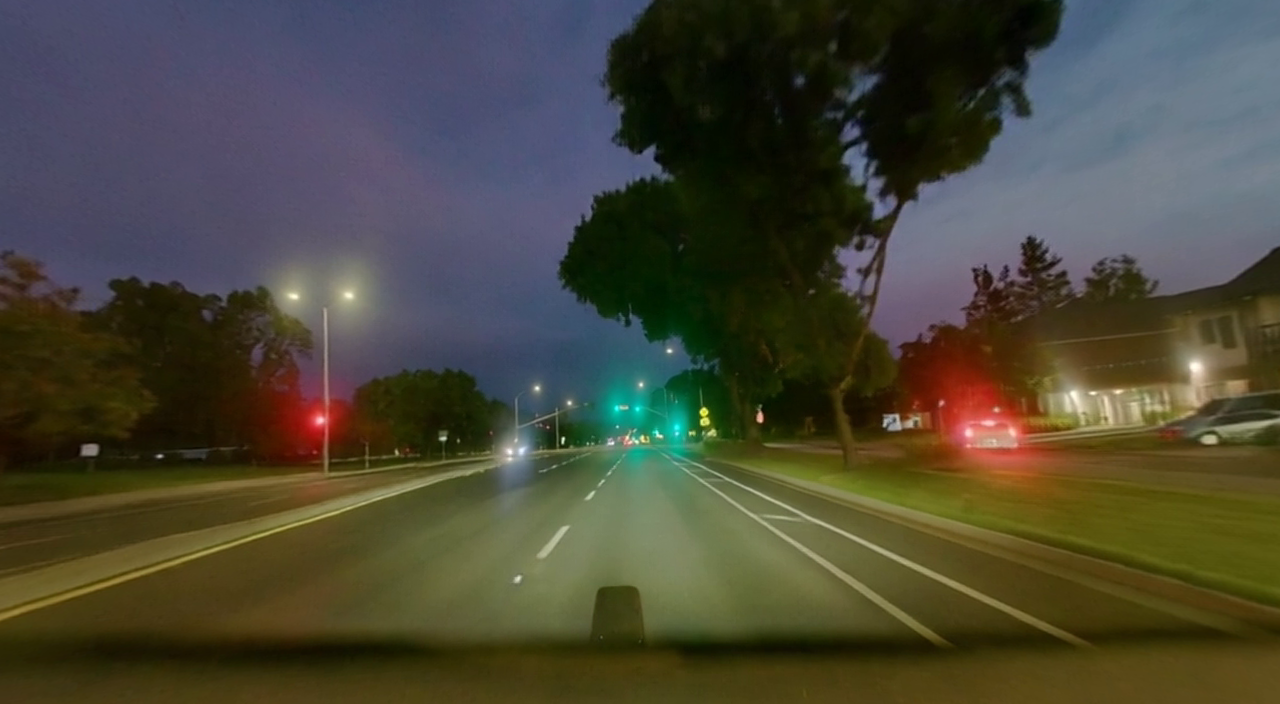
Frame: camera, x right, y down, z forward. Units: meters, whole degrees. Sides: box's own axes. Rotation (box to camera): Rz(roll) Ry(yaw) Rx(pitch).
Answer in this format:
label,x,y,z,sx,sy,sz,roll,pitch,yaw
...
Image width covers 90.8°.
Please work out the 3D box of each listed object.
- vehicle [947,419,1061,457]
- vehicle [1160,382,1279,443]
label,x,y,z,sx,sy,sz,roll,pitch,yaw
vehicle,15.572,3.731,27.372,1.882,1.446,4.741,0,-8,-4
vehicle,22.752,2.216,23.678,4.512,1.837,2.059,-6,-8,-2
